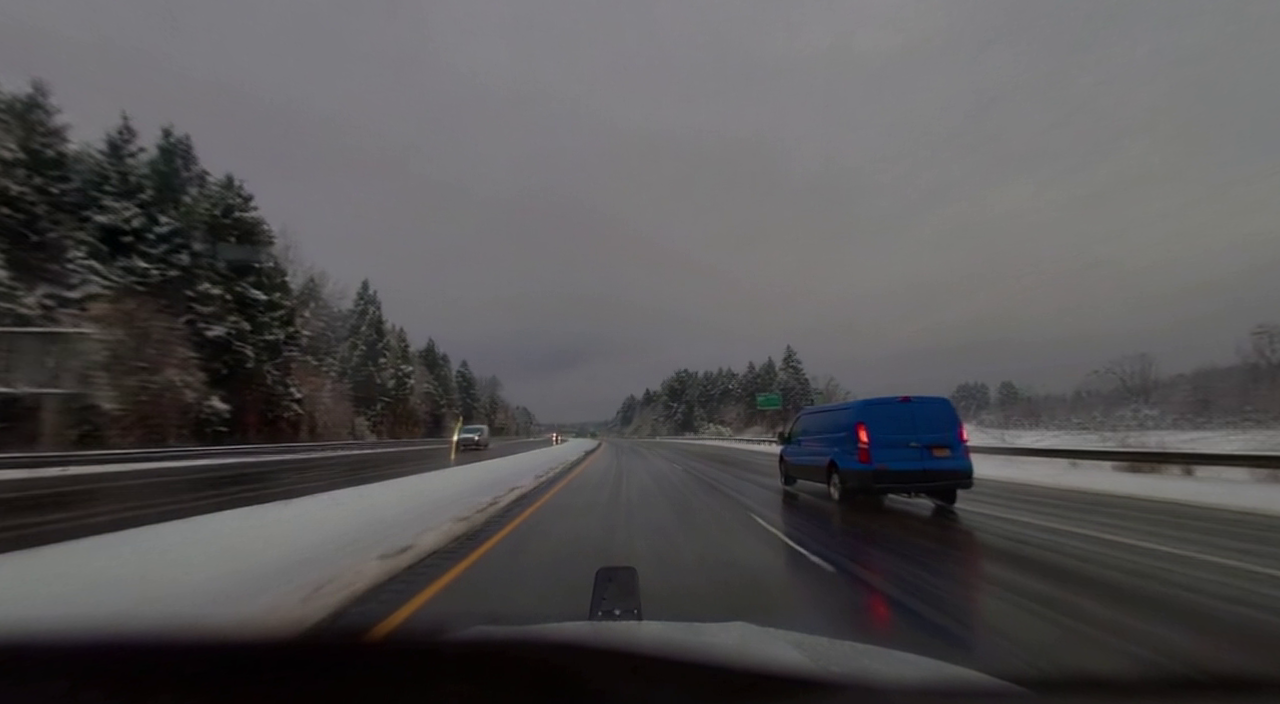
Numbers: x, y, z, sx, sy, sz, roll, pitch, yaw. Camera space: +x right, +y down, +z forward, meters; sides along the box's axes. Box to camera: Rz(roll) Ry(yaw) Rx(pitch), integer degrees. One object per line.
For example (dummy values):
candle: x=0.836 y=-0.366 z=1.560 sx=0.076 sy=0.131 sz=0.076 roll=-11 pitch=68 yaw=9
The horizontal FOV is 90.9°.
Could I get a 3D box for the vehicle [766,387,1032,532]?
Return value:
vehicle: x=3.701 y=1.638 z=10.208 sx=2.240 sy=1.801 sz=4.545 roll=0 pitch=-8 yaw=-2
